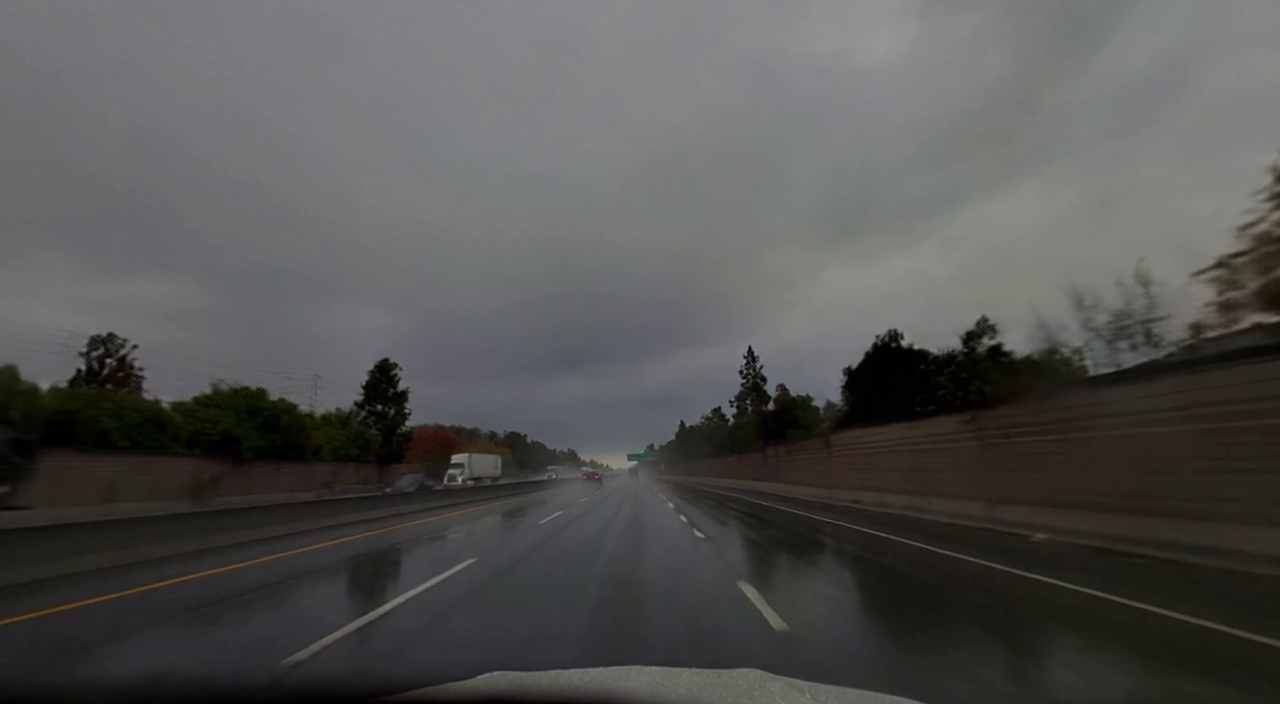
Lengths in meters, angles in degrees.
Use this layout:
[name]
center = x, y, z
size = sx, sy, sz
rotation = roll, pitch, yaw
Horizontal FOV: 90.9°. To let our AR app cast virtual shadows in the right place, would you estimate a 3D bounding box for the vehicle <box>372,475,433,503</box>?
[vehicle]
center = -14.032, 8.093, 37.491
size = 1.938, 1.462, 4.306
rotation = 1, -11, 0
